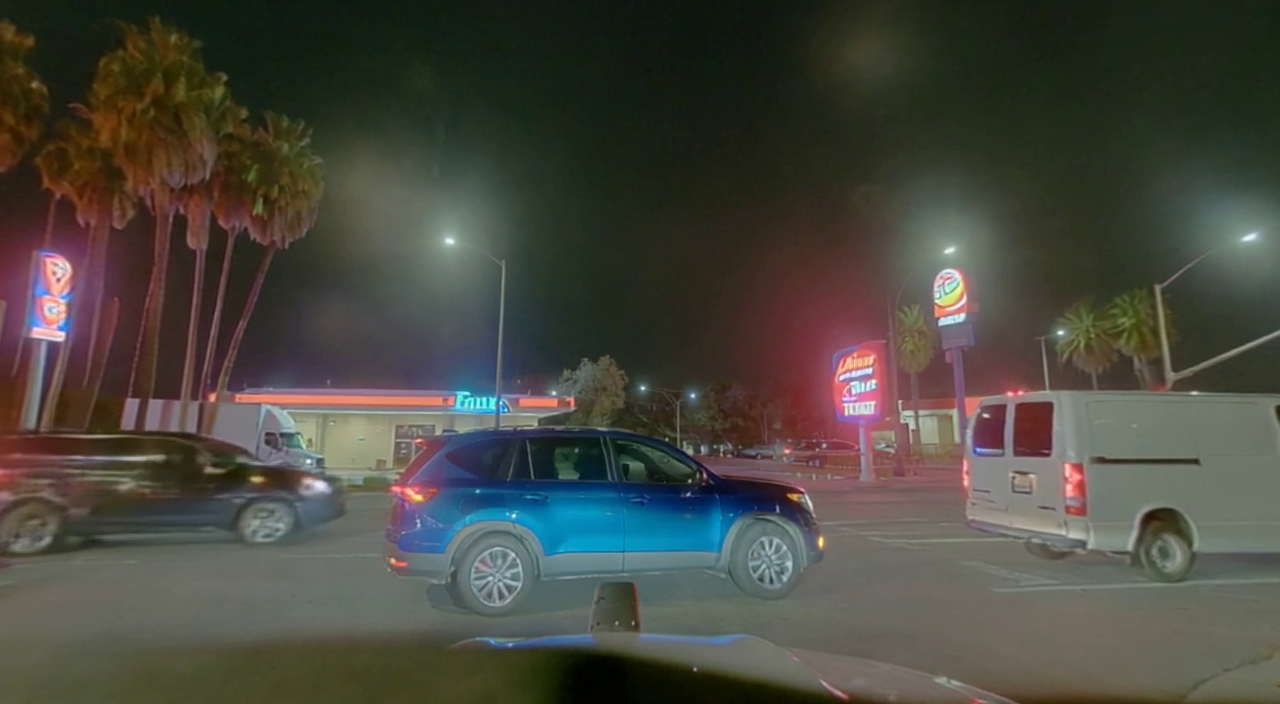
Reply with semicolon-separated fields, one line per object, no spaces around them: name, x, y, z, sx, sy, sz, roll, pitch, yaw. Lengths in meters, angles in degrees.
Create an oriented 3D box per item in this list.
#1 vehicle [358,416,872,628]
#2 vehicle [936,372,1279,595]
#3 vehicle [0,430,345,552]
vehicle;-0.239;1.611;6.666;4.493;1.728;2.137;1;-9;-8
vehicle;7.346;1.516;7.848;6.246;2.202;2.277;1;-9;-7
vehicle;-7.222;2.062;9.792;4.280;1.625;2.062;1;-9;-7
